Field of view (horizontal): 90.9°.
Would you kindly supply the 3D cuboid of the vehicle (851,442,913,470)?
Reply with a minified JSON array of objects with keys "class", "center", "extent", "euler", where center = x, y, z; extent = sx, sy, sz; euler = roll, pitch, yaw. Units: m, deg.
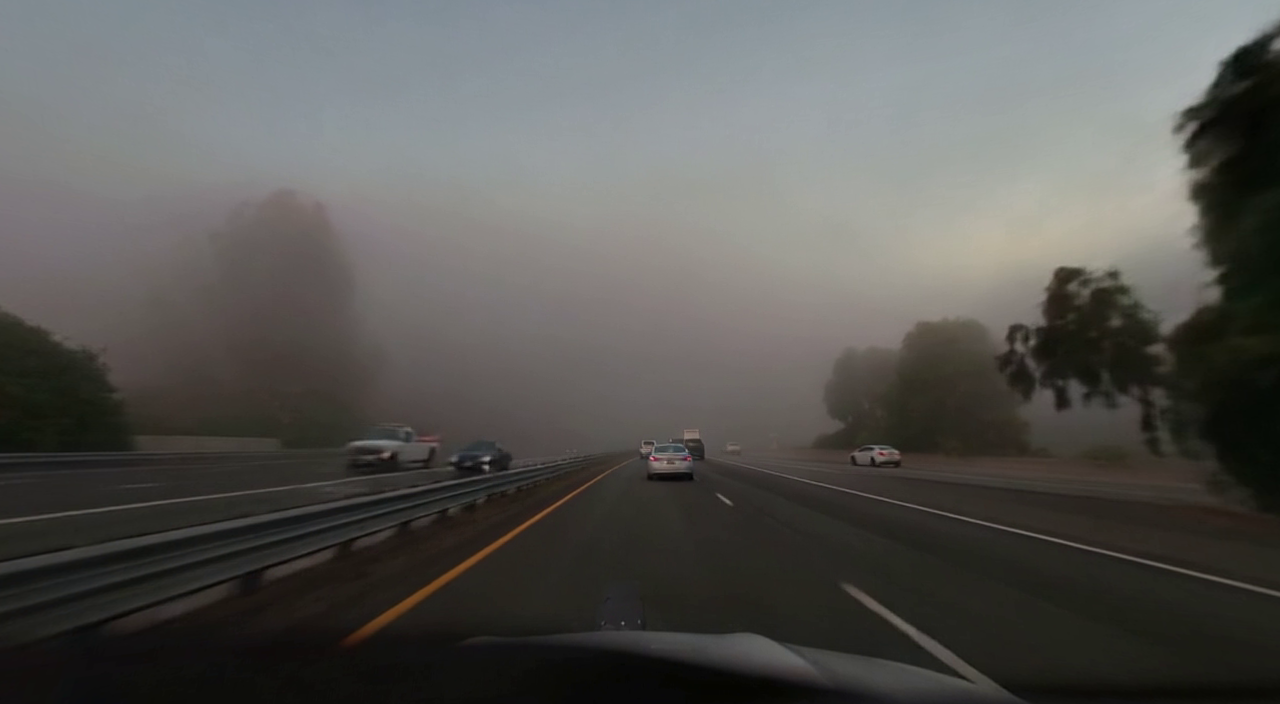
[{"class":"vehicle","center":[13.806,5.944,36.113],"extent":[1.926,1.483,3.528],"euler":[1,-9,-4]}]

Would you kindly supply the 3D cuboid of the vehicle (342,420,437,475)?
[{"class":"vehicle","center":[-12.770,4.956,32.746],"extent":[2.363,2.584,5.888],"euler":[0,-9,1]}]

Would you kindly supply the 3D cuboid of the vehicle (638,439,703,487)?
[{"class":"vehicle","center":[0.958,3.804,21.915],"extent":[2.053,1.483,4.185],"euler":[0,-9,0]}]

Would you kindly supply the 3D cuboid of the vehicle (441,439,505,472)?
[{"class":"vehicle","center":[-8.486,5.304,32.468],"extent":[1.934,1.600,4.501],"euler":[0,-9,1]}]
